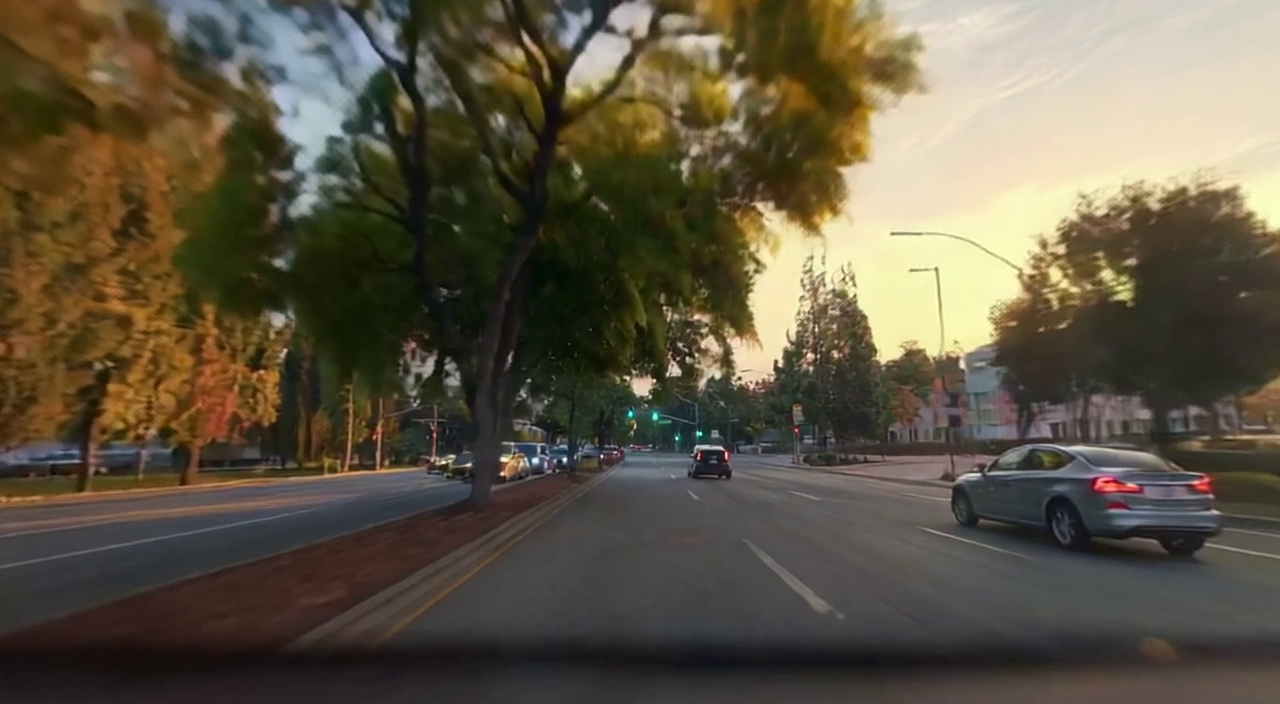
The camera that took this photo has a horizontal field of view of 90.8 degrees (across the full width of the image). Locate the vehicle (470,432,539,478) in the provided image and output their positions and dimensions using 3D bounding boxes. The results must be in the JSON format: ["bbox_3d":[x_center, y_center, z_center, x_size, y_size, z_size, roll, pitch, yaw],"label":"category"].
[{"bbox_3d":[-6.718,5.213,32.114,2.141,2.111,5.940,0,-9,0],"label":"vehicle"}]

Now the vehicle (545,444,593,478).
[{"bbox_3d":[-3.581,5.584,32.516,1.948,1.595,4.256,0,-9,0],"label":"vehicle"}]

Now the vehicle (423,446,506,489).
[{"bbox_3d":[-6.650,4.398,24.439,1.970,1.483,4.269,0,-9,0],"label":"vehicle"}]

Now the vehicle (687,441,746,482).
[{"bbox_3d":[3.504,5.127,29.923,2.095,1.759,4.862,0,-9,-1],"label":"vehicle"}]

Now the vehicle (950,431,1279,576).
[{"bbox_3d":[6.730,2.052,9.386,2.000,1.618,4.238,0,-9,-1],"label":"vehicle"}]
